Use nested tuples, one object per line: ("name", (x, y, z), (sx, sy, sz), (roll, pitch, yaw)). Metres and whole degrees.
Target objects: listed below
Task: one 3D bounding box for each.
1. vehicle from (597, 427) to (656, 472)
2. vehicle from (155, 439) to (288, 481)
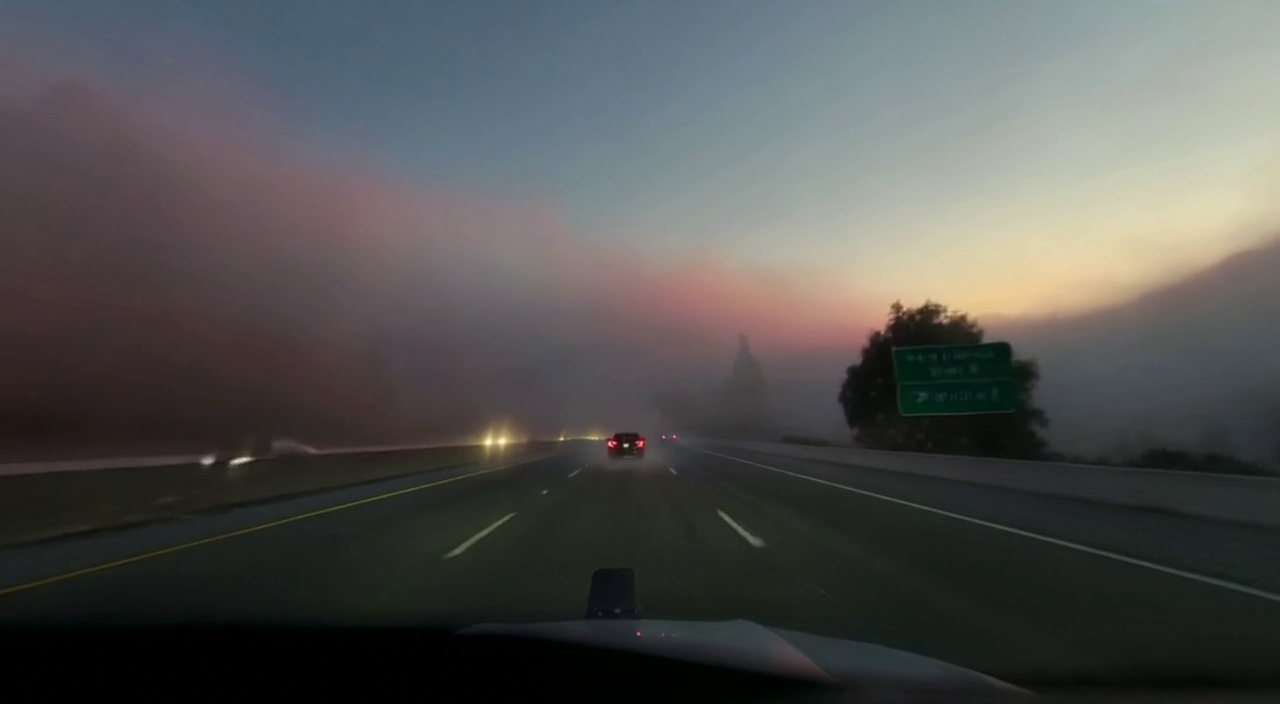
("vehicle", (-0.509, 3.732, 24.454), (2.094, 1.600, 3.666), (0, -8, -1))
("vehicle", (-16.751, 4.303, 25.631), (2.081, 1.522, 4.969), (0, -8, -1))
